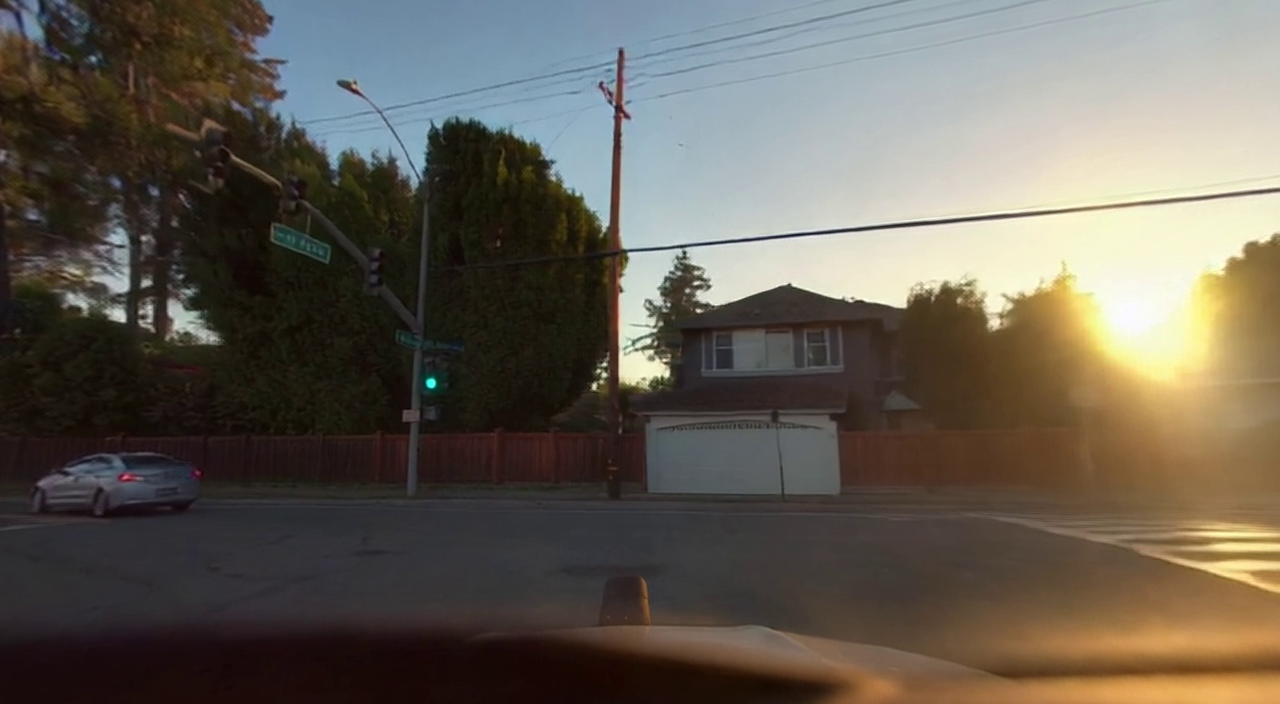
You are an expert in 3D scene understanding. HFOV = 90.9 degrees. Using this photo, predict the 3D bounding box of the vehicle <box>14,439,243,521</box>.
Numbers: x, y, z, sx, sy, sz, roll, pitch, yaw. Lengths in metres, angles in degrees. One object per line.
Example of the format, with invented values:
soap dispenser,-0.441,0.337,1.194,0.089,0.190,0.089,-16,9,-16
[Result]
vehicle,-11.209,2.686,13.806,4.512,1.506,2.078,-4,-9,26
